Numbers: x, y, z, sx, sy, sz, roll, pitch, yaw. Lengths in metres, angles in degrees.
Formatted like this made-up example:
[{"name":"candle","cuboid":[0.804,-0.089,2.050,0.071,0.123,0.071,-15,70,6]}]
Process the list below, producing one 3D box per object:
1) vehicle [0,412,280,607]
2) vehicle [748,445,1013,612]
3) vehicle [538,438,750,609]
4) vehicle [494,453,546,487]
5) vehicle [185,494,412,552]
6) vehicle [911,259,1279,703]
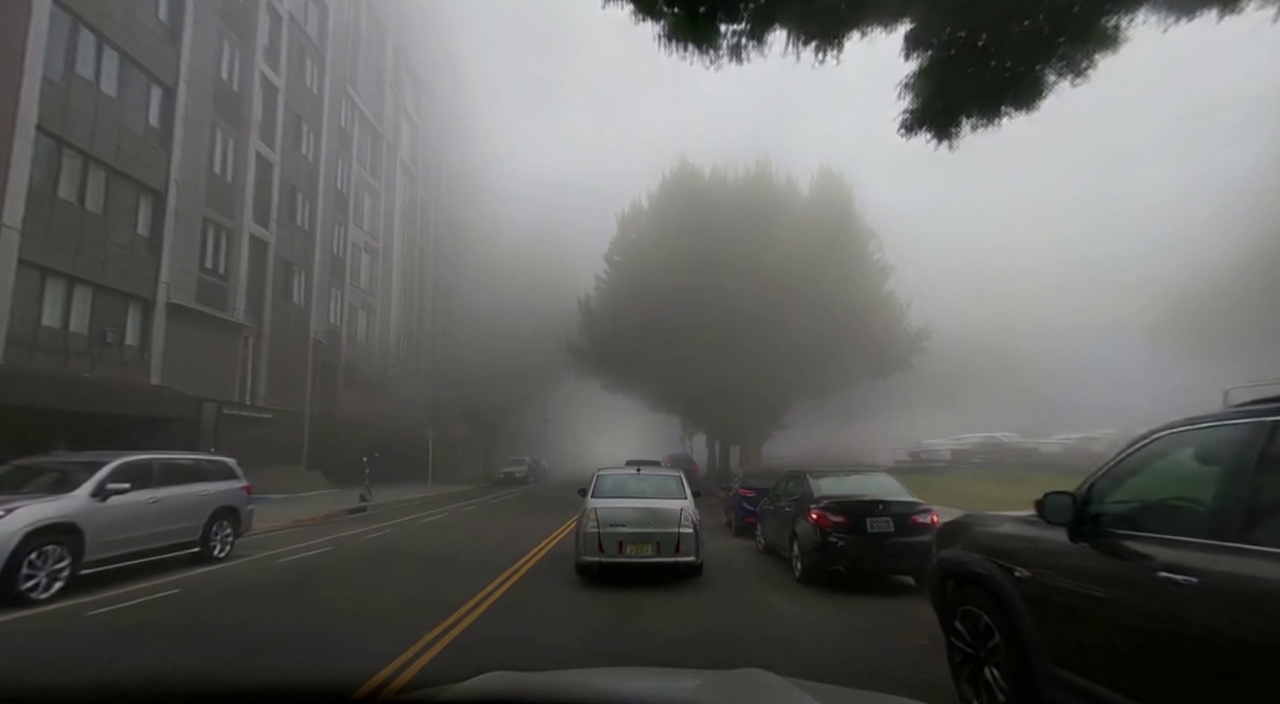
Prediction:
[{"name":"vehicle","cuboid":[-6.722,1.897,7.674,1.994,1.701,4.520,-3,-12,-1]},{"name":"vehicle","cuboid":[2.672,2.076,8.158,1.884,1.566,4.018,1,-10,1]},{"name":"vehicle","cuboid":[0.050,1.980,7.900,2.018,1.583,3.646,1,-10,0]},{"name":"vehicle","cuboid":[-6.582,6.592,34.880,2.024,1.654,4.396,-3,-12,0]},{"name":"vehicle","cuboid":[-6.825,3.529,13.355,2.223,0.774,4.789,1,-10,0]},{"name":"vehicle","cuboid":[2.751,0.744,1.910,1.868,1.920,4.501,1,-10,1]}]
